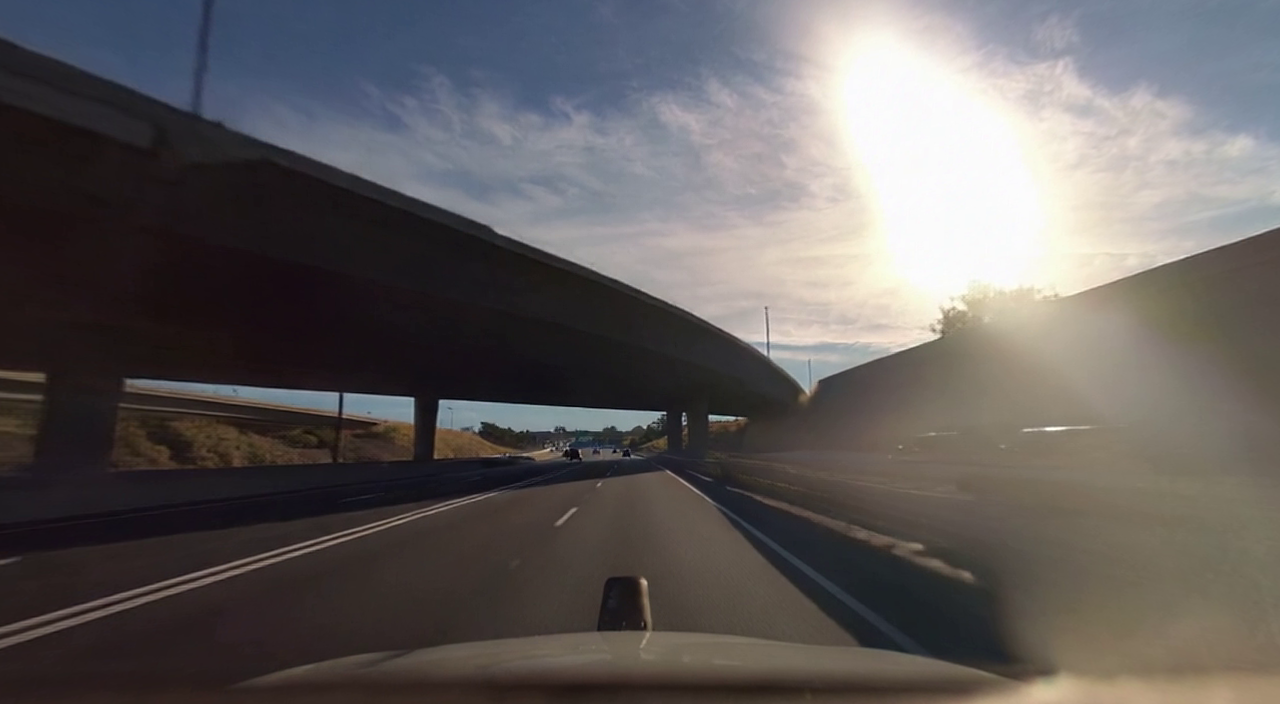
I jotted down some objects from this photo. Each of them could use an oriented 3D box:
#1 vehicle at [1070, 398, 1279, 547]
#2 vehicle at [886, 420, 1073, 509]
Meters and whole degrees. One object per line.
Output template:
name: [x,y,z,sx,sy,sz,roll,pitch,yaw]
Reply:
vehicle: [16.239,3.120,16.821,2.887,3.412,9.164,0,-9,-1]
vehicle: [15.002,5.078,29.202,3.233,3.414,9.483,0,-9,-1]
